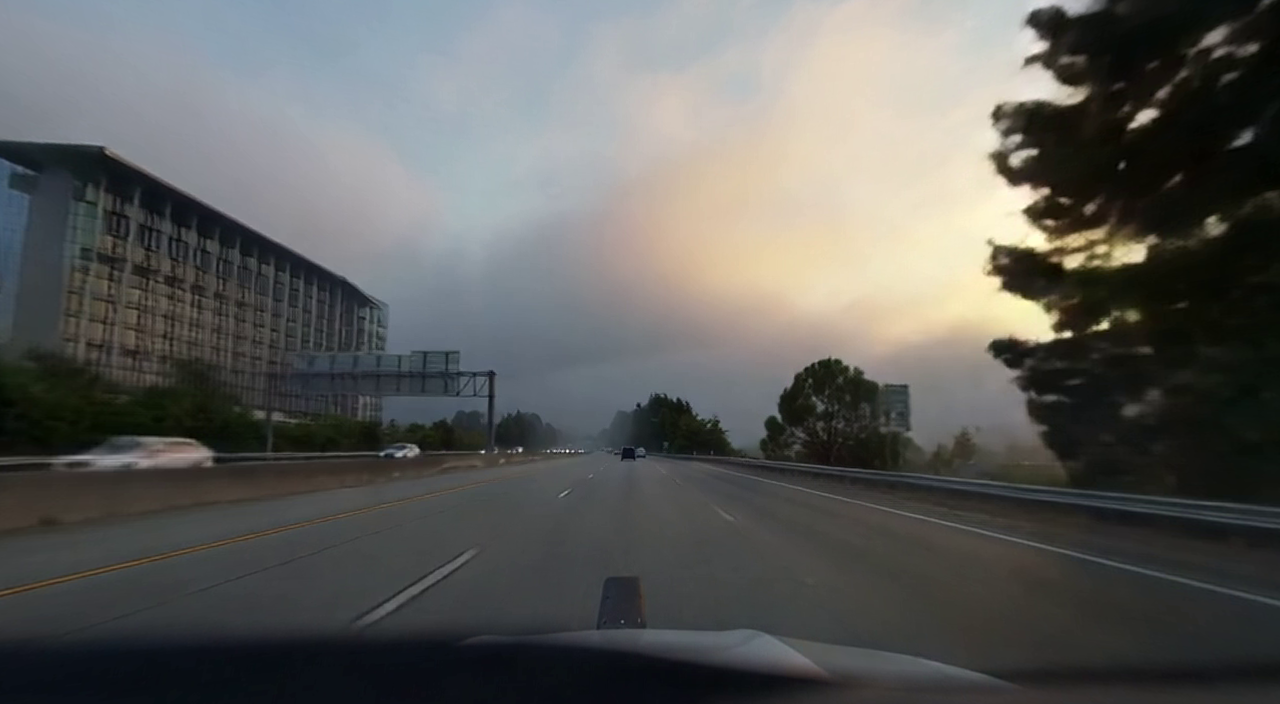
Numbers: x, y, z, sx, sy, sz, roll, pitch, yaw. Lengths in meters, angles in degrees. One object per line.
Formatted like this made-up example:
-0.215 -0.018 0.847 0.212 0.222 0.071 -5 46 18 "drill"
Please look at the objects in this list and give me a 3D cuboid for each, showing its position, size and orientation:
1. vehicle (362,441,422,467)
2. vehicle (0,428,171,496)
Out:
-14.740 6.089 37.688 1.878 1.478 4.122 0 -9 0 "vehicle"
-14.663 2.752 16.068 1.842 1.473 4.625 0 -9 0 "vehicle"
